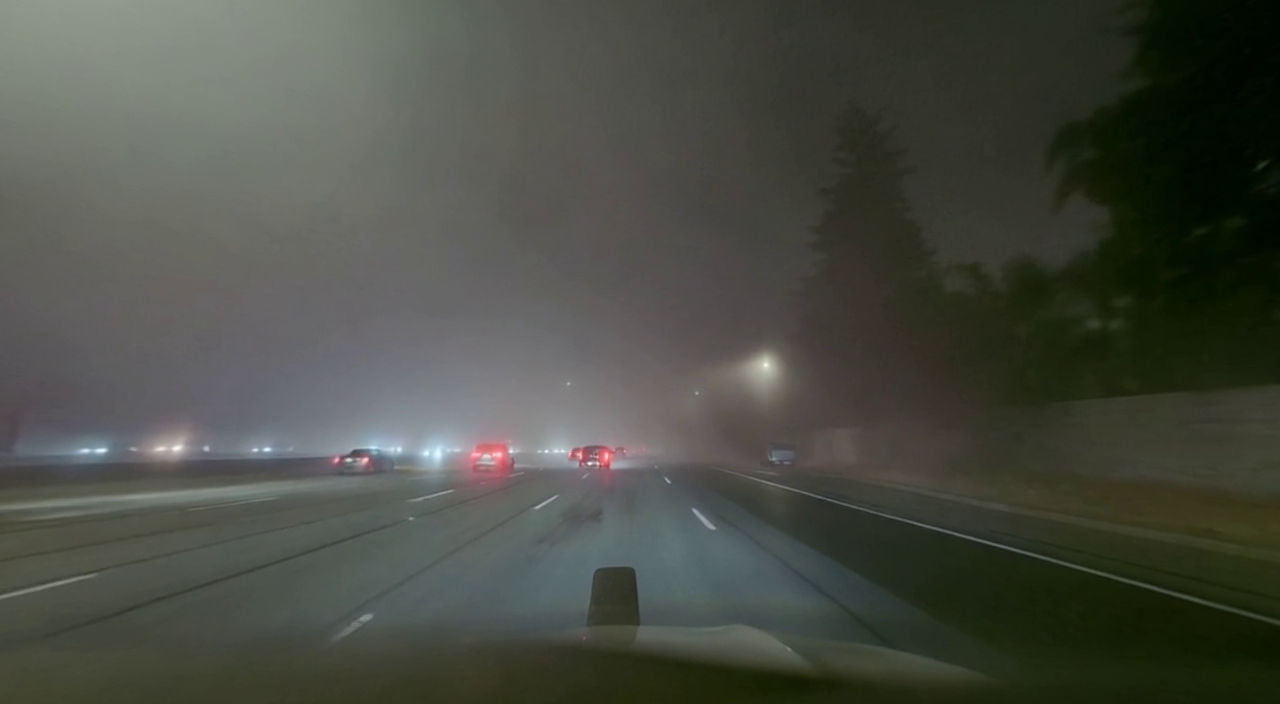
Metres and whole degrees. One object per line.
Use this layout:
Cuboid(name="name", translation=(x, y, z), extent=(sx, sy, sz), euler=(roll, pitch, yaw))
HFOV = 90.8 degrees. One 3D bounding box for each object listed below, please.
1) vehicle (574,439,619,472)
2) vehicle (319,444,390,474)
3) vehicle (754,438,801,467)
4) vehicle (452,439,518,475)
Cuboid(name="vehicle", translation=(-2.330, 5.698, 34.935), extent=(2.201, 1.672, 4.128), euler=(0, -9, 0))
Cuboid(name="vehicle", translation=(-16.413, 6.178, 36.630), extent=(1.916, 1.610, 4.445), euler=(0, -9, 2))
Cuboid(name="vehicle", translation=(10.190, 7.552, 47.434), extent=(2.302, 2.014, 5.925), euler=(0, -9, 1))
Cuboid(name="vehicle", translation=(-7.802, 5.340, 32.213), extent=(2.204, 1.677, 4.438), euler=(0, -9, 1))
